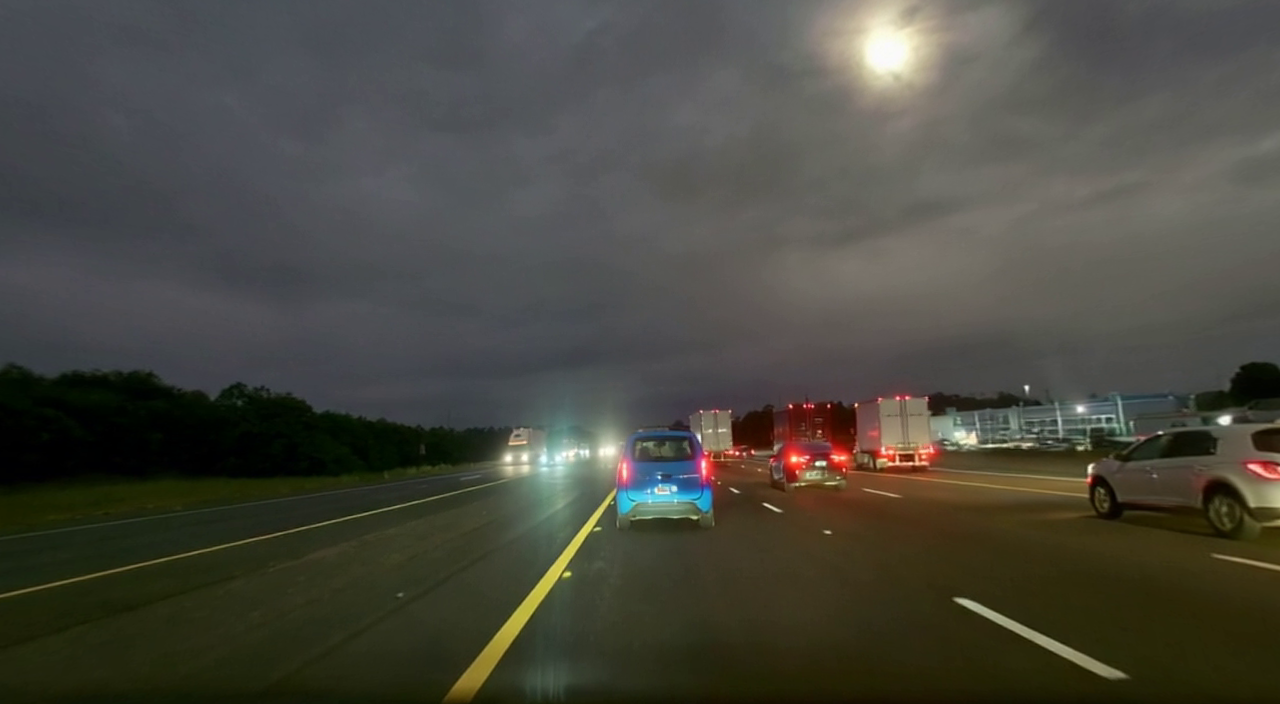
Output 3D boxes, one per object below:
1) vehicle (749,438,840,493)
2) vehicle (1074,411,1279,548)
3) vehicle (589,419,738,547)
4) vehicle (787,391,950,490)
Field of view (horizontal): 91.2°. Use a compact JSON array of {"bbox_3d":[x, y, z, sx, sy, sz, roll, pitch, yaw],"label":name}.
[{"bbox_3d":[4.640,3.459,19.375,1.859,1.512,3.711,0,-9,0],"label":"vehicle"},{"bbox_3d":[8.798,1.768,9.048,1.913,1.652,4.384,-1,-9,1],"label":"vehicle"},{"bbox_3d":[0.312,1.995,10.073,1.965,1.664,3.428,0,-9,0],"label":"vehicle"},{"bbox_3d":[8.727,3.701,25.888,2.799,3.188,10.578,0,-9,0],"label":"vehicle"}]
